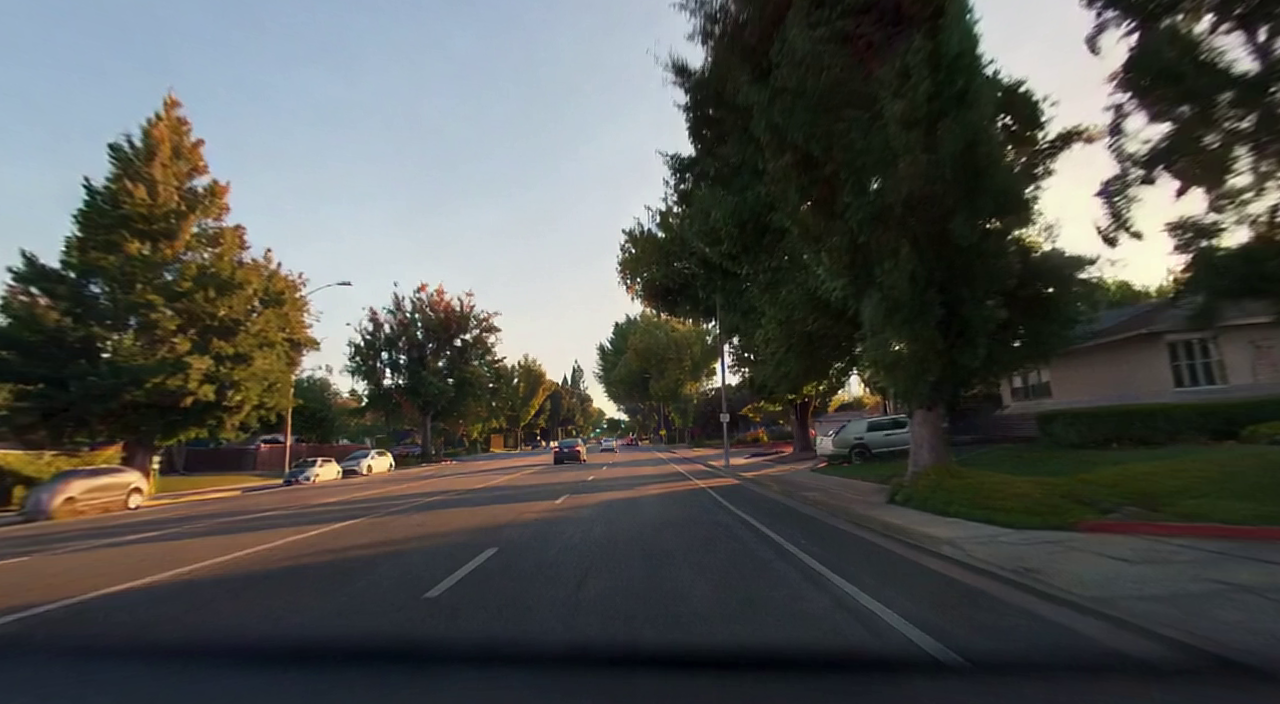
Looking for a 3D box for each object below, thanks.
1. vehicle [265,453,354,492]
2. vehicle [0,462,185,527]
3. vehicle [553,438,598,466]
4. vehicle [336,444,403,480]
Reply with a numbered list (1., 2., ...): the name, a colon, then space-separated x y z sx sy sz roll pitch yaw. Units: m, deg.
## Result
1. vehicle: -15.575 5.647 30.042 1.901 1.454 4.249 -3 -7 1
2. vehicle: -15.696 3.973 18.123 1.927 1.479 4.543 0 -8 -1
3. vehicle: -3.515 5.534 35.110 2.030 1.467 4.251 0 -8 0
4. vehicle: -15.785 6.383 37.152 2.050 1.784 4.577 -3 -7 -1
